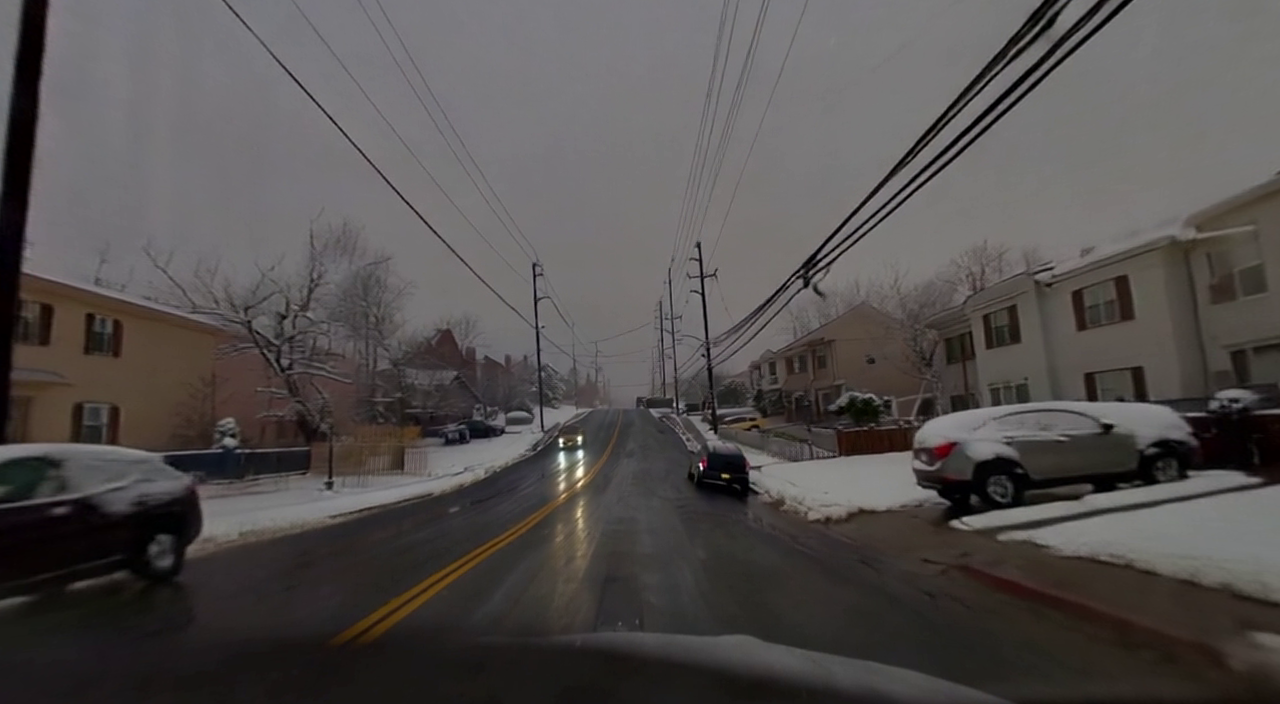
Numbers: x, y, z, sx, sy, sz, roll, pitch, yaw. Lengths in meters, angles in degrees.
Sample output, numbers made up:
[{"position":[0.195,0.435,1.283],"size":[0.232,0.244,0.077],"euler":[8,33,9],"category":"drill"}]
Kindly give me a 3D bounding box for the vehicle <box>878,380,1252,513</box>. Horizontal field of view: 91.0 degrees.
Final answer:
[{"position":[7.855,1.821,12.162],"size":[5.512,1.846,2.115],"euler":[-5,-9,1],"category":"vehicle"}]

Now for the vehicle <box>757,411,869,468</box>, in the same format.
[{"position":[7.799,3.997,28.697],"size":[4.286,2.044,1.913],"euler":[-6,-9,-1],"category":"vehicle"}]

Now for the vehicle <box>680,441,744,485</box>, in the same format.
[{"position":[2.694,4.264,24.430],"size":[2.063,1.503,4.415],"euler":[-1,-9,1],"category":"vehicle"}]

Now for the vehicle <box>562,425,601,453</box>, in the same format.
[{"position":[-3.965,5.966,43.305],"size":[2.096,1.542,4.481],"euler":[-1,-4,1],"category":"vehicle"}]

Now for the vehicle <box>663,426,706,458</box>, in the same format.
[{"position":[2.688,5.576,39.329],"size":[2.211,1.860,4.813],"euler":[0,-7,-1],"category":"vehicle"}]

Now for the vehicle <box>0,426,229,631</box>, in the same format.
[{"position":[-6.699,1.742,6.289],"size":[2.156,1.764,4.410],"euler":[-3,-11,0],"category":"vehicle"}]
